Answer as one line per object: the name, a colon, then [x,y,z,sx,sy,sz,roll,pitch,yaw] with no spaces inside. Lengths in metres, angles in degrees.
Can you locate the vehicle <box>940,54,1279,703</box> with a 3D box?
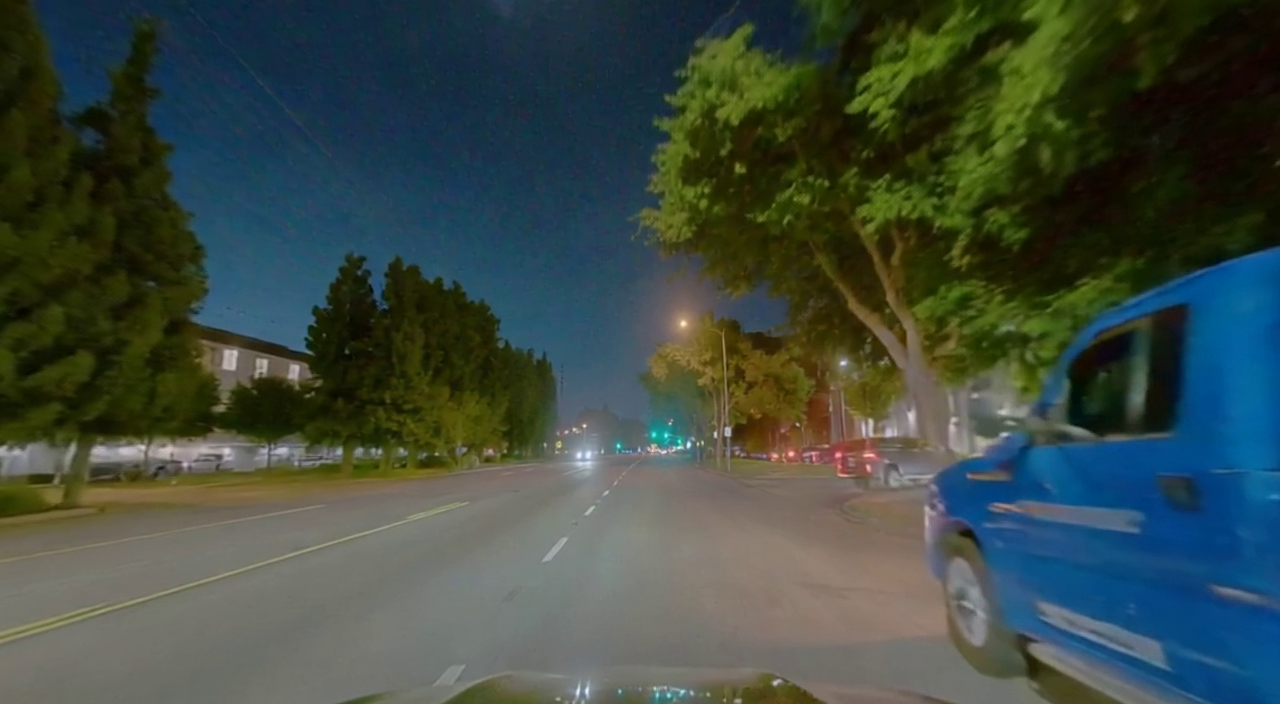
vehicle: [3.723,0.294,1.833,2.698,2.863,6.317,4,-9,1]

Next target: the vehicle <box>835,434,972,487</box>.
vehicle: [10.271,4.192,24.635,4.655,1.828,2.223,3,-9,-24]

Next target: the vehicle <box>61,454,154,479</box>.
vehicle: [-38.094,8.190,45.183,4.916,1.542,1.934,-2,-8,-1]
